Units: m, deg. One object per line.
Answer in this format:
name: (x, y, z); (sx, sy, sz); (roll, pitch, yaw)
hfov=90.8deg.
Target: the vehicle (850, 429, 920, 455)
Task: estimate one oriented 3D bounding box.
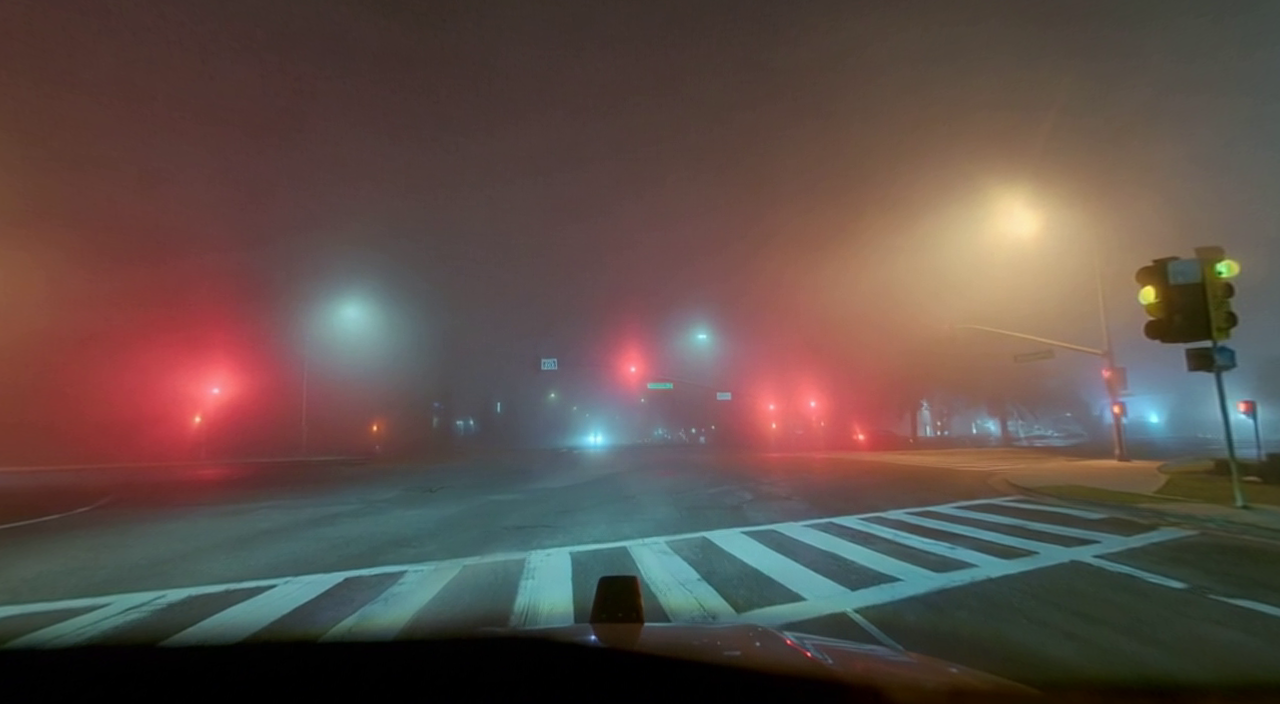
vehicle: (17.651, 6.506, 45.517); (4.600, 1.783, 1.970); (4, -10, -26)
